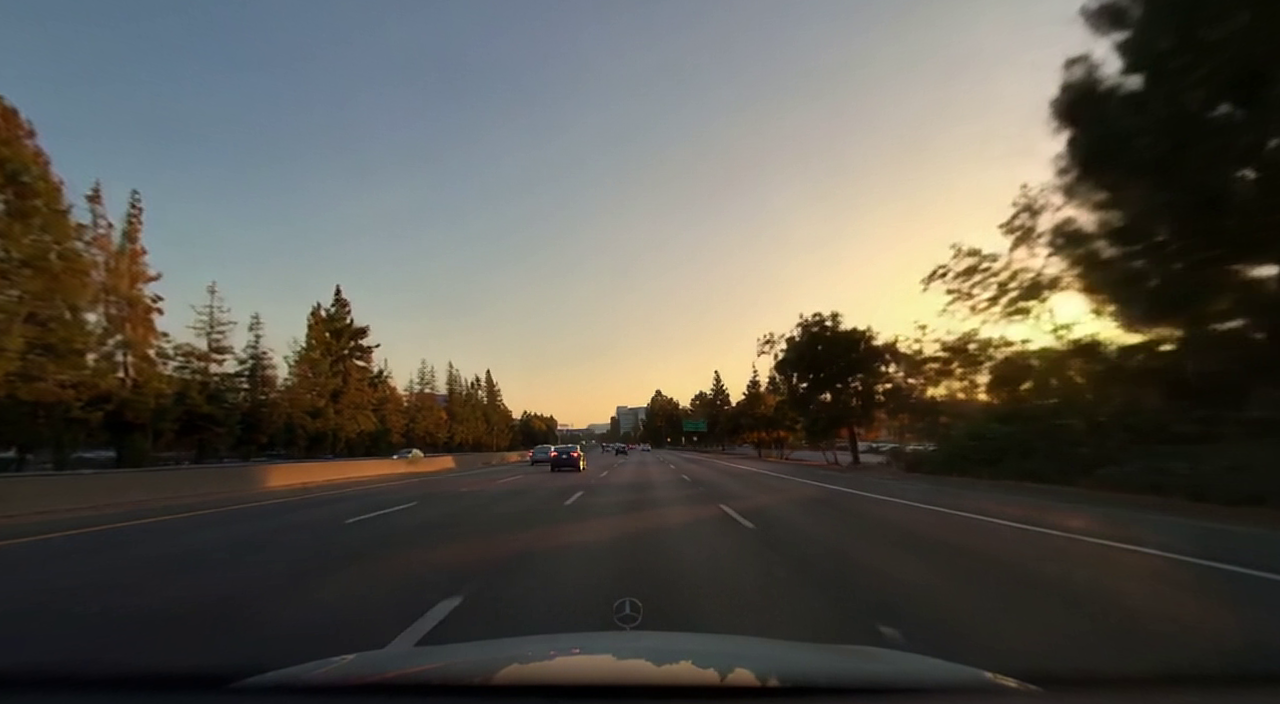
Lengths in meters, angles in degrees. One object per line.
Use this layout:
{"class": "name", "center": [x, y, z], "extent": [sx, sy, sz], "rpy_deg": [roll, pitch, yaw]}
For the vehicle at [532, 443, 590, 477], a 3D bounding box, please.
{"class": "vehicle", "center": [-3.620, 5.037, 29.550], "extent": [2.128, 1.450, 4.078], "rpy_deg": [-1, -9, 1]}
